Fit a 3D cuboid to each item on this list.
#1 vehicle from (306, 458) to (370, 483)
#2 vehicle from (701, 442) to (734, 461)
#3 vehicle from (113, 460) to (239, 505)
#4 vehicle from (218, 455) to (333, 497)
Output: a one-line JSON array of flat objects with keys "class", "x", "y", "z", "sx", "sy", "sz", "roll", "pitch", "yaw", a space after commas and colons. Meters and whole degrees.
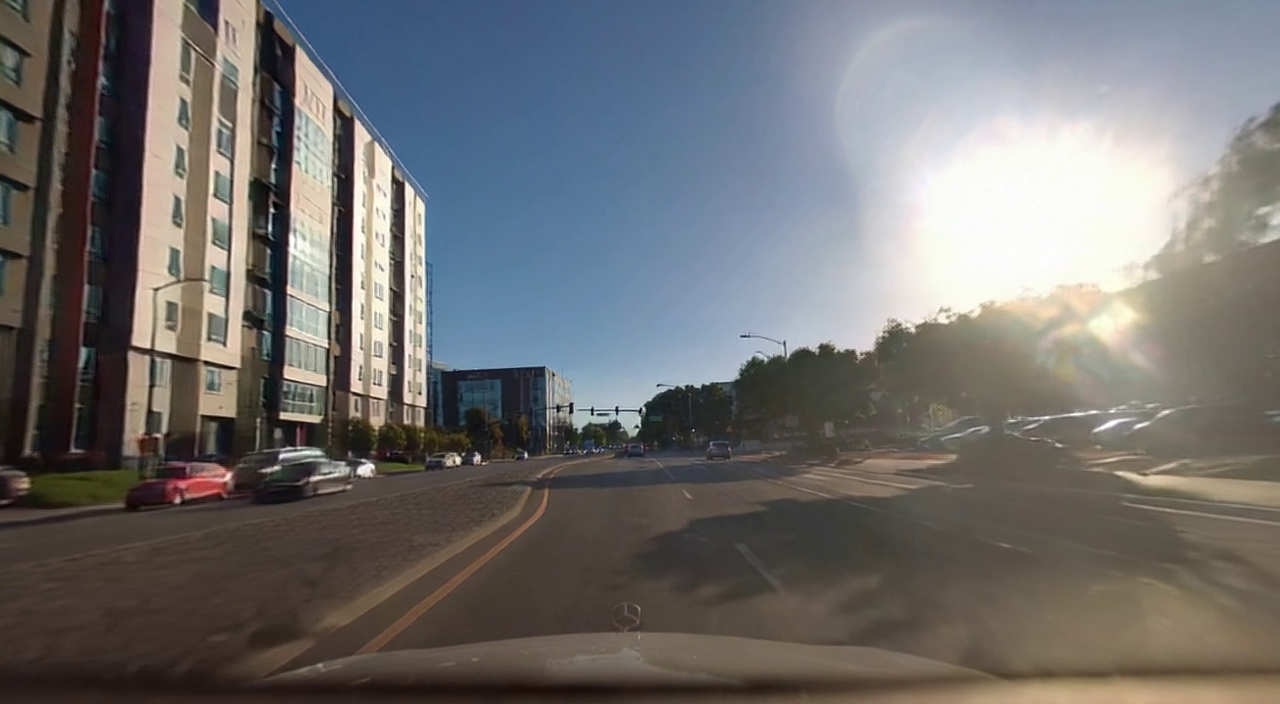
[{"class": "vehicle", "x": -19.178, "y": 7.517, "z": 40.369, "sx": 1.850, "sy": 1.451, "sz": 4.450, "roll": 0, "pitch": -9, "yaw": 1}, {"class": "vehicle", "x": 6.051, "y": 7.860, "z": 49.868, "sx": 1.992, "sy": 1.447, "sz": 4.414, "roll": 0, "pitch": -9, "yaw": -1}, {"class": "vehicle", "x": -19.137, "y": 5.380, "z": 26.396, "sx": 1.869, "sy": 1.606, "sz": 4.617, "roll": 0, "pitch": -9, "yaw": -2}, {"class": "vehicle", "x": -15.111, "y": 5.122, "z": 26.568, "sx": 1.955, "sy": 1.516, "sz": 4.849, "roll": 0, "pitch": -9, "yaw": 0}]
